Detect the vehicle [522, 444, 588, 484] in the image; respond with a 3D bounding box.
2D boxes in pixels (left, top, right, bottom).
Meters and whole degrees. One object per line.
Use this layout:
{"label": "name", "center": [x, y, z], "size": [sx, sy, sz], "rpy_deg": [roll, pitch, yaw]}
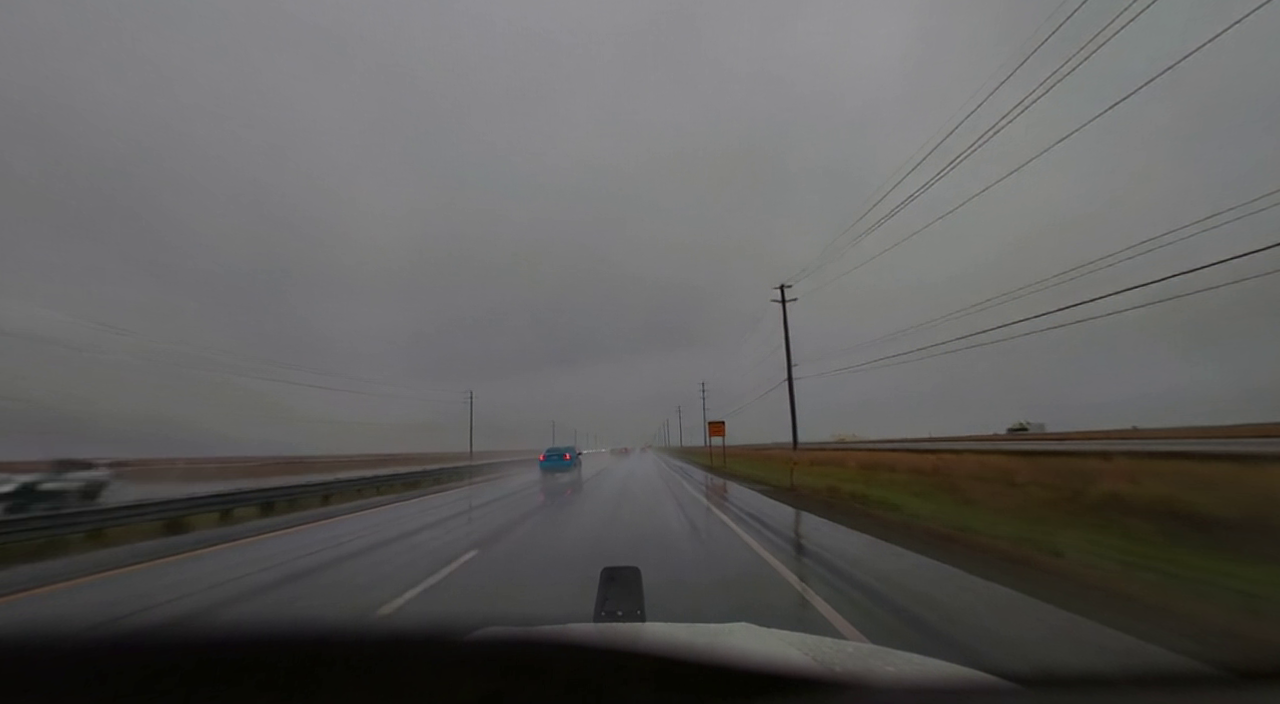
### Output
{"label": "vehicle", "center": [-3.497, 4.720, 26.857], "size": [2.106, 1.543, 4.465], "rpy_deg": [0, -9, 1]}
